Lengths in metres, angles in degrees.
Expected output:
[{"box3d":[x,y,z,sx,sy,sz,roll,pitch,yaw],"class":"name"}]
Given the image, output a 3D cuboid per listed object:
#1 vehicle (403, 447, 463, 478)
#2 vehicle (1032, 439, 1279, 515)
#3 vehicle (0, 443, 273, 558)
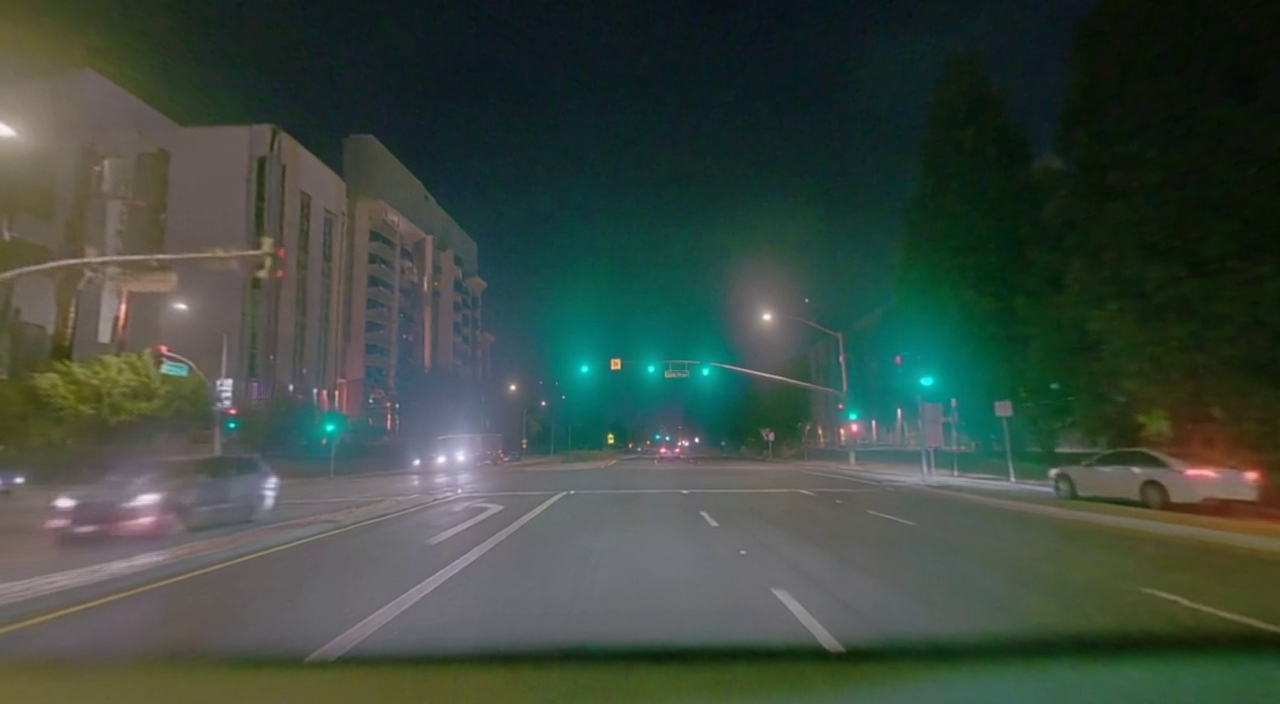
[{"box3d":[-12.424,6.637,38.212,2.030,1.702,4.488,-1,-9,0],"class":"vehicle"},{"box3d":[11.661,2.792,14.699,1.955,1.455,4.727,0,-9,-1],"class":"vehicle"},{"box3d":[-9.120,2.570,11.723,2.010,1.682,4.346,0,-9,-1],"class":"vehicle"}]
